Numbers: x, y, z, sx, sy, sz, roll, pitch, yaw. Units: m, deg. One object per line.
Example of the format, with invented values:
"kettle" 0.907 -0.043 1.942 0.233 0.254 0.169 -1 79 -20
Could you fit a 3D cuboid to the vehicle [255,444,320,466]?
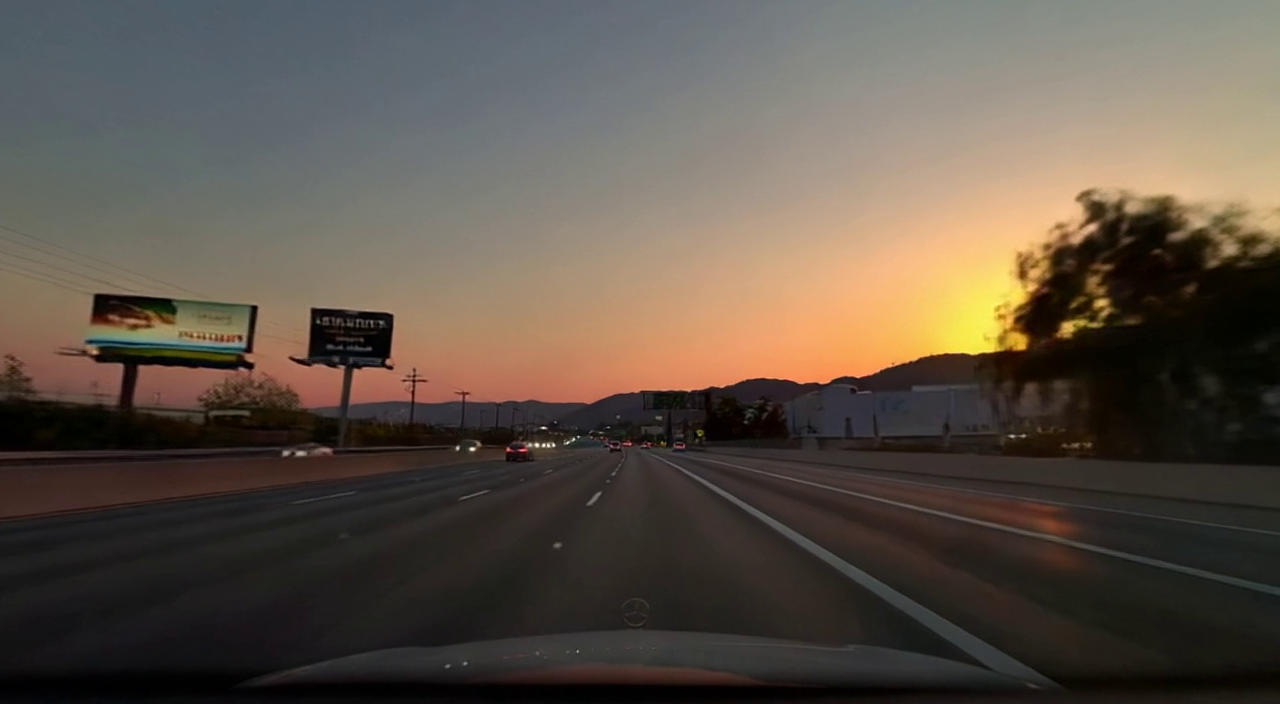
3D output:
"vehicle" -25.572 7.471 45.763 1.935 1.519 4.731 0 -8 0
